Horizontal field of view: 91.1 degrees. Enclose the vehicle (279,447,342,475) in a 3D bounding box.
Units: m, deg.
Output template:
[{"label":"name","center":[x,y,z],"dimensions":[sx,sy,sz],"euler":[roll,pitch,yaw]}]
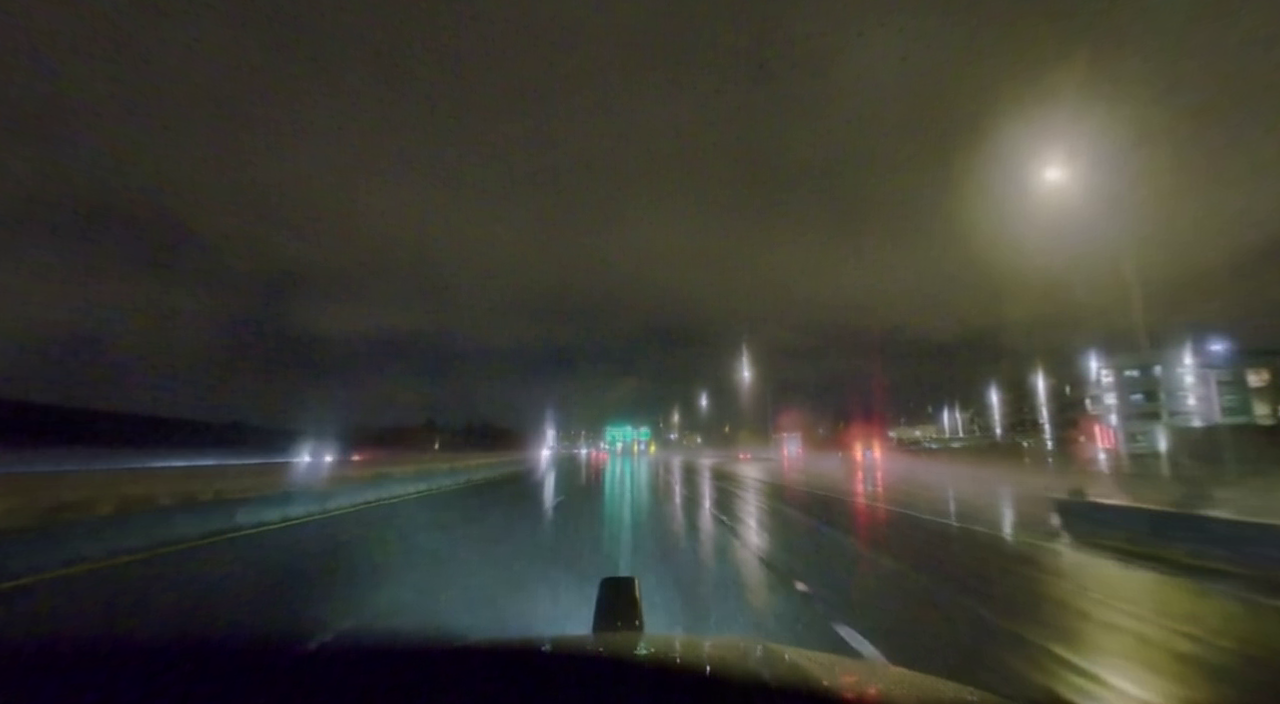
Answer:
[{"label":"vehicle","center":[-18.392,6.097,35.271],"dimensions":[1.652,1.440,3.500],"euler":[0,-9,-1]}]
